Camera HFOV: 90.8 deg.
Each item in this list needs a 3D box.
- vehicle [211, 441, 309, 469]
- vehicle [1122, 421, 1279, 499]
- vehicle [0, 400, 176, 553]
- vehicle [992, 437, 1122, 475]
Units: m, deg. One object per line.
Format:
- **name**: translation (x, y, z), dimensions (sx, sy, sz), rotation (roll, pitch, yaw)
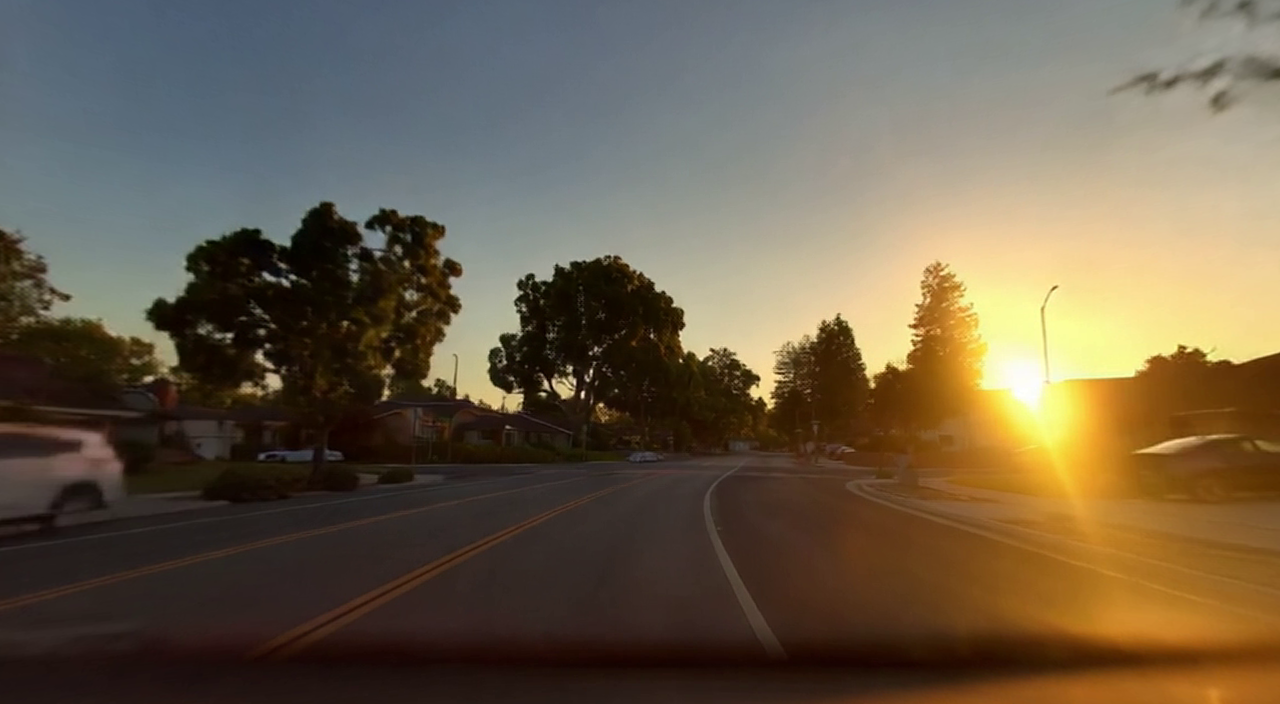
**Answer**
- **vehicle**: translation (-26.979, 7.339, 44.955), dimensions (5.754, 1.892, 2.236), rotation (-2, -9, 10)
- **vehicle**: translation (15.951, 2.704, 16.200), dimensions (5.073, 1.729, 2.161), rotation (-6, -11, 12)
- **vehicle**: translation (-9.270, 1.586, 7.995), dimensions (2.272, 1.920, 5.737), rotation (-1, -8, 2)
- **vehicle**: translation (23.221, 5.825, 35.410), dimensions (5.484, 1.842, 2.188), rotation (-4, -10, 11)
